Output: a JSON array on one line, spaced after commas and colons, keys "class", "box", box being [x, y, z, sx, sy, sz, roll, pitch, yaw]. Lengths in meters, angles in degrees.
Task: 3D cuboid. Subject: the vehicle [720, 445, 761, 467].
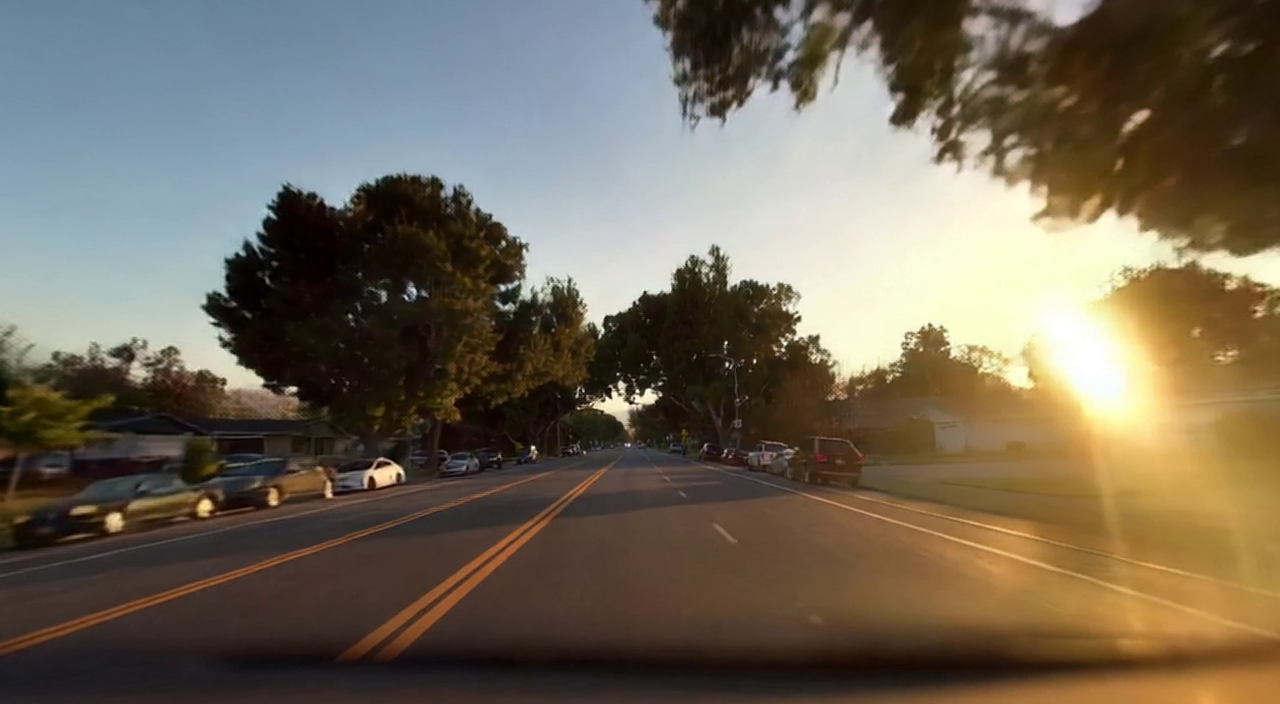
[{"class": "vehicle", "box": [7.095, 7.419, 45.156, 1.982, 1.479, 4.687, 0, -8, -2]}]

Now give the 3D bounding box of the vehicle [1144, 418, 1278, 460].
[{"class": "vehicle", "box": [22.186, 3.449, 24.845, 1.859, 1.480, 4.723, -3, -9, 15]}]

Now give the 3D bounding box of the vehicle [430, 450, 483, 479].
[{"class": "vehicle", "box": [-10.868, 6.677, 37.790, 1.840, 1.526, 4.214, 0, -8, 1]}]

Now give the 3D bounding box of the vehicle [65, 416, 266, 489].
[{"class": "vehicle", "box": [-20.793, 4.420, 28.006, 6.604, 3.012, 2.656, 0, -9, 0]}]

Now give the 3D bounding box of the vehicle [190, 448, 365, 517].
[{"class": "vehicle", "box": [-10.815, 3.875, 19.523, 2.050, 1.769, 5.585, 0, -8, 1]}]

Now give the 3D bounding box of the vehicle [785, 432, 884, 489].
[{"class": "vehicle", "box": [7.152, 4.047, 23.881, 2.103, 1.912, 4.892, 0, -8, -1]}]

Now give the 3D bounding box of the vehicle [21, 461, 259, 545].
[{"class": "vehicle", "box": [-10.829, 3.249, 14.201, 1.838, 1.450, 4.317, 0, -8, -1]}]
